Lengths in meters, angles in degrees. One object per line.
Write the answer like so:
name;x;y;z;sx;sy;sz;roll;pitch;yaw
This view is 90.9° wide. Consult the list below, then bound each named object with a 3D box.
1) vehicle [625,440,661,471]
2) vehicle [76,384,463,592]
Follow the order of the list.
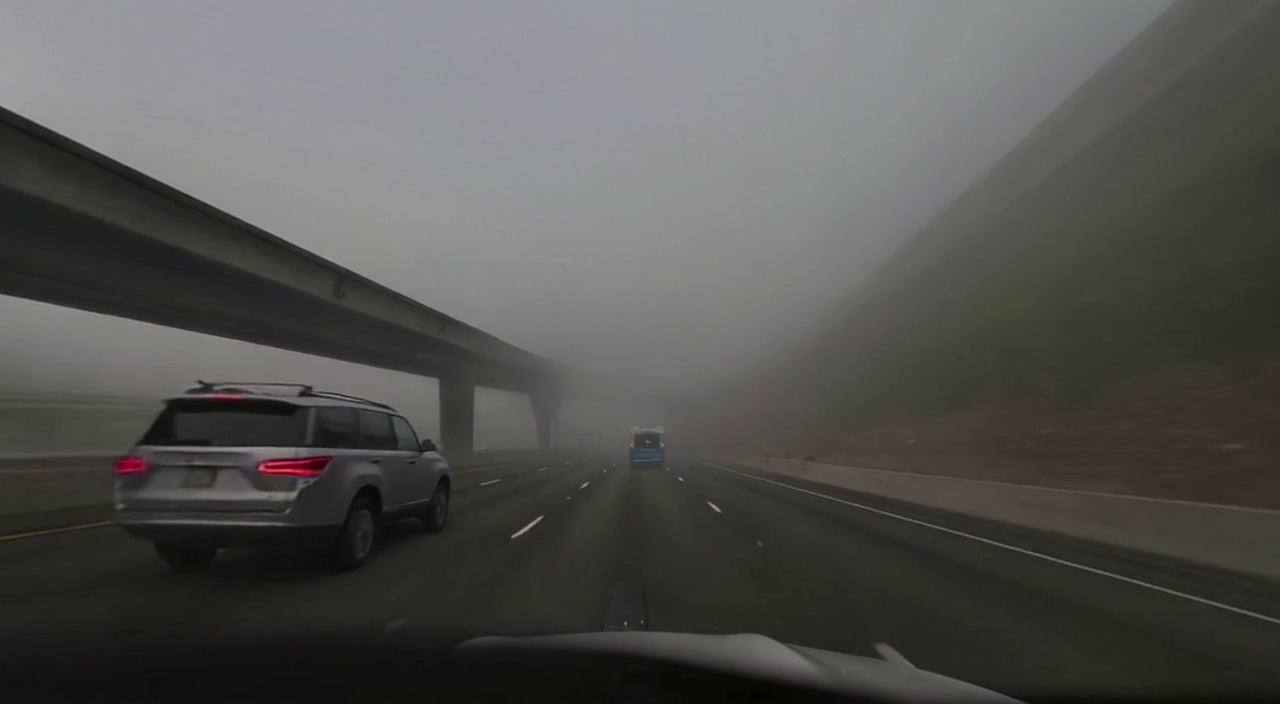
vehicle;0.164;6.148;37.685;2.052;1.711;4.223;0;-8;0
vehicle;-4.120;1.619;8.329;2.147;1.918;4.834;0;-8;0
